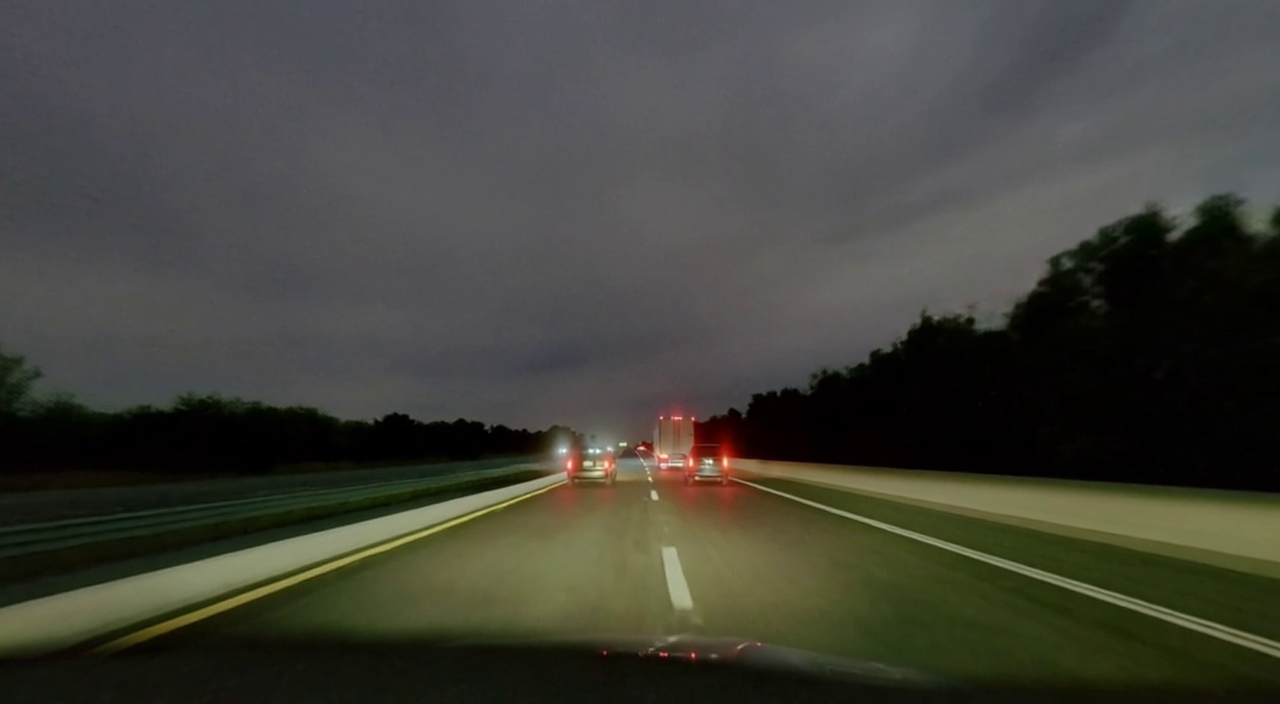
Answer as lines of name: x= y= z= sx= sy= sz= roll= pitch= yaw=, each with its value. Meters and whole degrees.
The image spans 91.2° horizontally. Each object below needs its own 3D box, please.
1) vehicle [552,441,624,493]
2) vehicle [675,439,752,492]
vehicle: x=-1.728 y=4.060 z=22.461 sx=2.181 sy=1.653 sz=4.691 roll=0 pitch=-9 yaw=0
vehicle: x=2.497 y=4.010 z=22.427 sx=2.230 sy=1.715 sz=4.243 roll=0 pitch=-9 yaw=0
